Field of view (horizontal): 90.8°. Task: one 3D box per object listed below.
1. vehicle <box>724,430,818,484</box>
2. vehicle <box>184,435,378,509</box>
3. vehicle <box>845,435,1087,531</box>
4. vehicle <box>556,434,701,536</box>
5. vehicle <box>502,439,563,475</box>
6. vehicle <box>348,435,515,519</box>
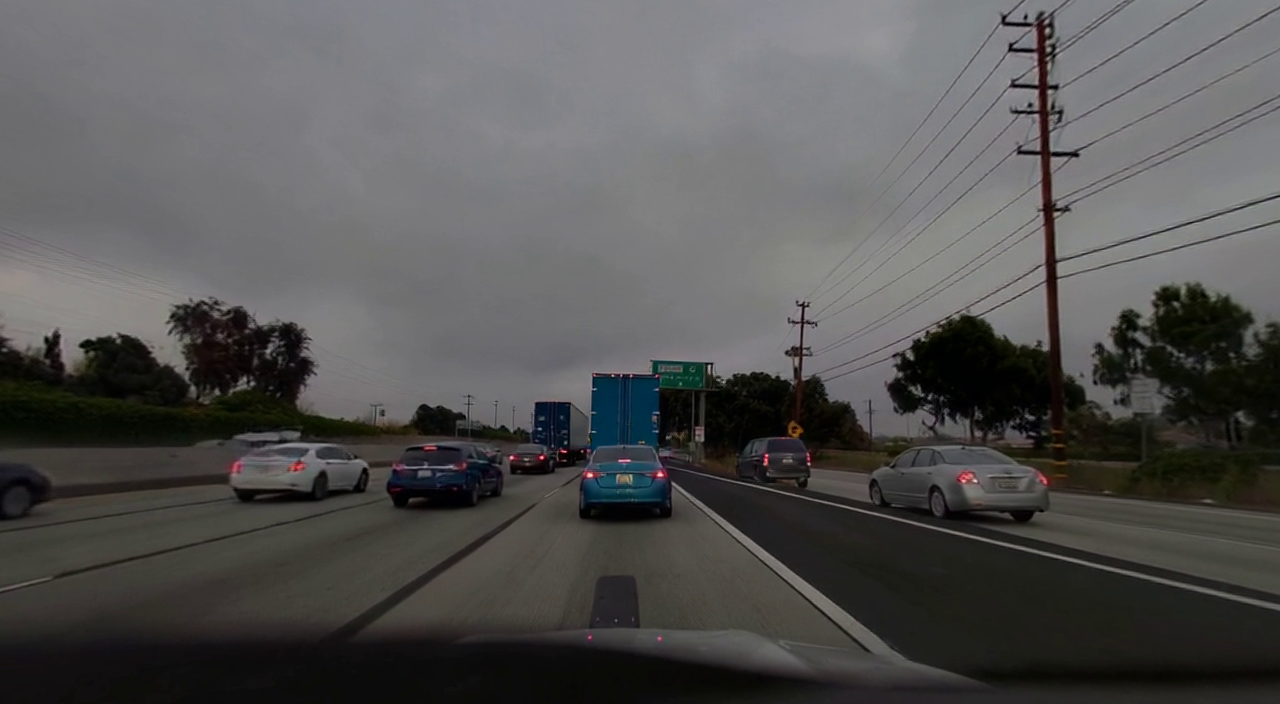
[{"bbox_3d":[4.375,3.588,21.743,2.023,1.676,4.002,1,-9,-6],"label":"vehicle"},{"bbox_3d":[-8.261,2.792,15.211,1.988,1.472,4.852,0,-9,-3],"label":"vehicle"},{"bbox_3d":[5.581,2.276,11.571,1.878,1.406,4.164,1,-9,-6],"label":"vehicle"},{"bbox_3d":[-0.282,2.242,11.255,2.112,1.463,4.012,0,-9,-3],"label":"vehicle"},{"bbox_3d":[-4.723,4.718,28.553,2.090,1.463,4.968,0,-9,-2],"label":"vehicle"},{"bbox_3d":[-4.182,2.593,13.747,1.960,1.450,5.246,0,-9,-1],"label":"vehicle"}]
